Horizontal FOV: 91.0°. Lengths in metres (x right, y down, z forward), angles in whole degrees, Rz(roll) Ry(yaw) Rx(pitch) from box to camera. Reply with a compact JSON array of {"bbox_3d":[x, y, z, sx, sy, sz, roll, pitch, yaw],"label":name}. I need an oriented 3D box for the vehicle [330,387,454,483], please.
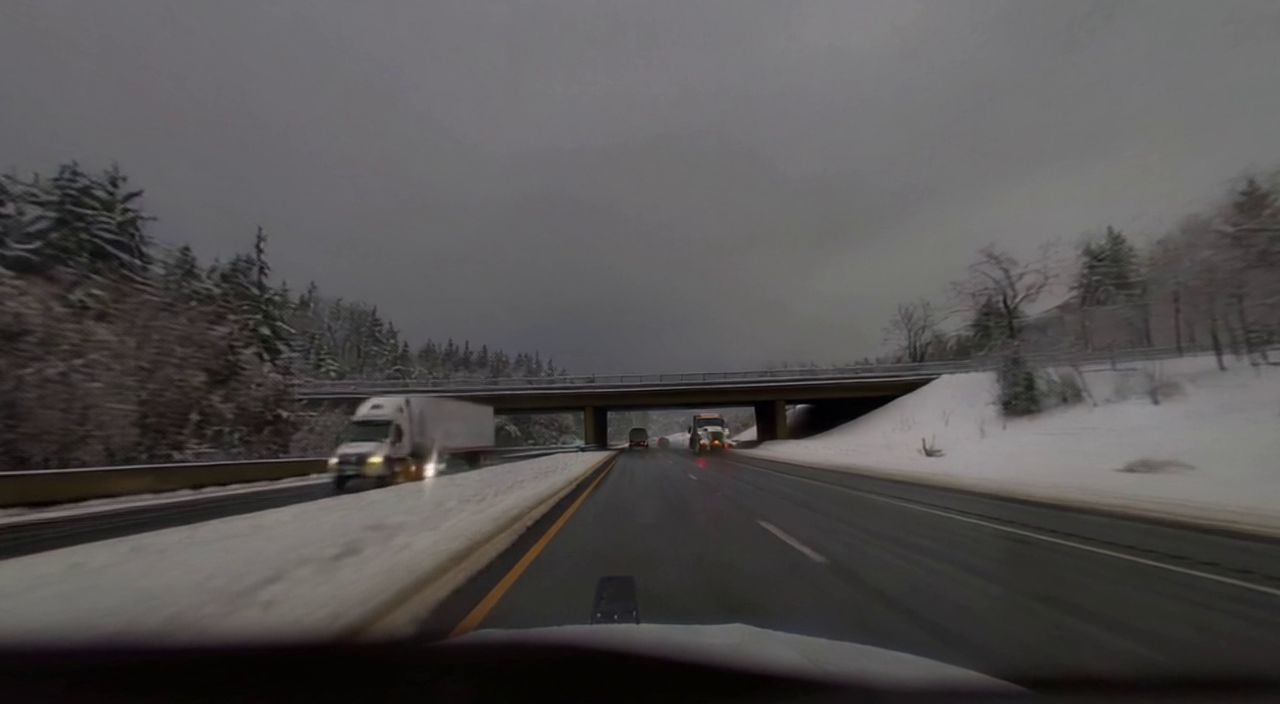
[{"bbox_3d":[-10.929,3.762,28.510,3.280,3.862,5.699,-1,-8,-1],"label":"vehicle"}]
